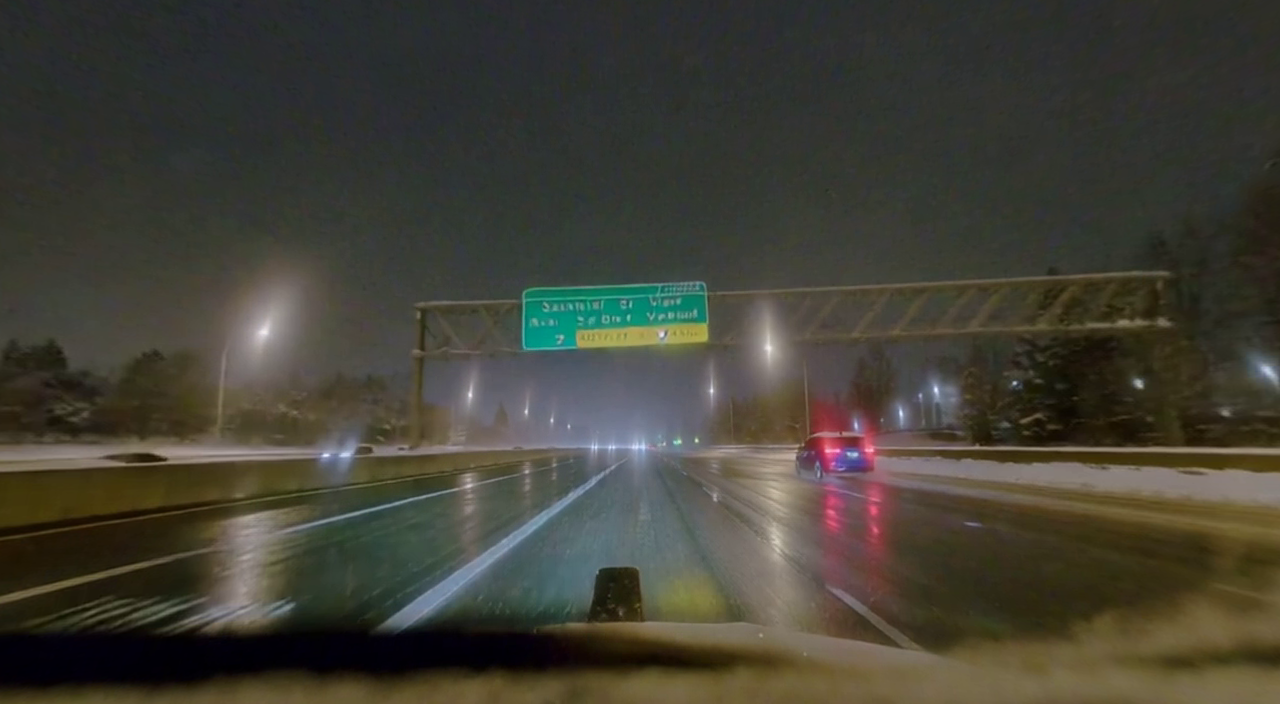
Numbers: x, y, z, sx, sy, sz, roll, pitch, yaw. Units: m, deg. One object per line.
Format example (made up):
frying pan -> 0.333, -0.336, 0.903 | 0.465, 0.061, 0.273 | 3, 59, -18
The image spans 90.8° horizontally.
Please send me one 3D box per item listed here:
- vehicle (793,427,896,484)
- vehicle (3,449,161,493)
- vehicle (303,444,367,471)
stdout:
vehicle -> 7.415, 3.803, 23.479 | 2.222, 1.899, 4.595 | 0, -8, -1
vehicle -> -21.687, 4.611, 24.872 | 1.895, 1.490, 4.731 | 0, -8, 0
vehicle -> -21.715, 7.477, 45.197 | 2.096, 1.815, 4.839 | 0, -8, 0
